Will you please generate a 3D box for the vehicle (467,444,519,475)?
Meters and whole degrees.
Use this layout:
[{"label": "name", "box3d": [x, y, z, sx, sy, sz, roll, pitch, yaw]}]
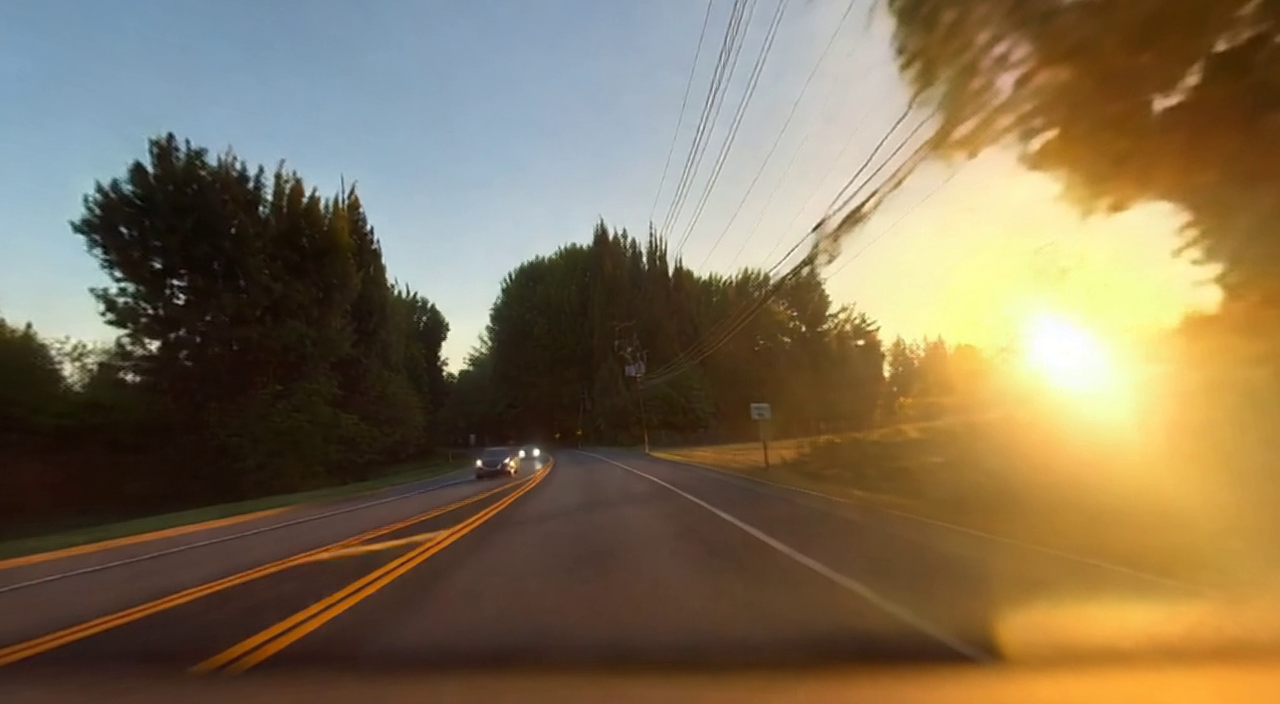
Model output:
[{"label": "vehicle", "box3d": [-8.233, 6.037, 35.766, 2.099, 1.640, 4.555, 0, -8, -3]}]
